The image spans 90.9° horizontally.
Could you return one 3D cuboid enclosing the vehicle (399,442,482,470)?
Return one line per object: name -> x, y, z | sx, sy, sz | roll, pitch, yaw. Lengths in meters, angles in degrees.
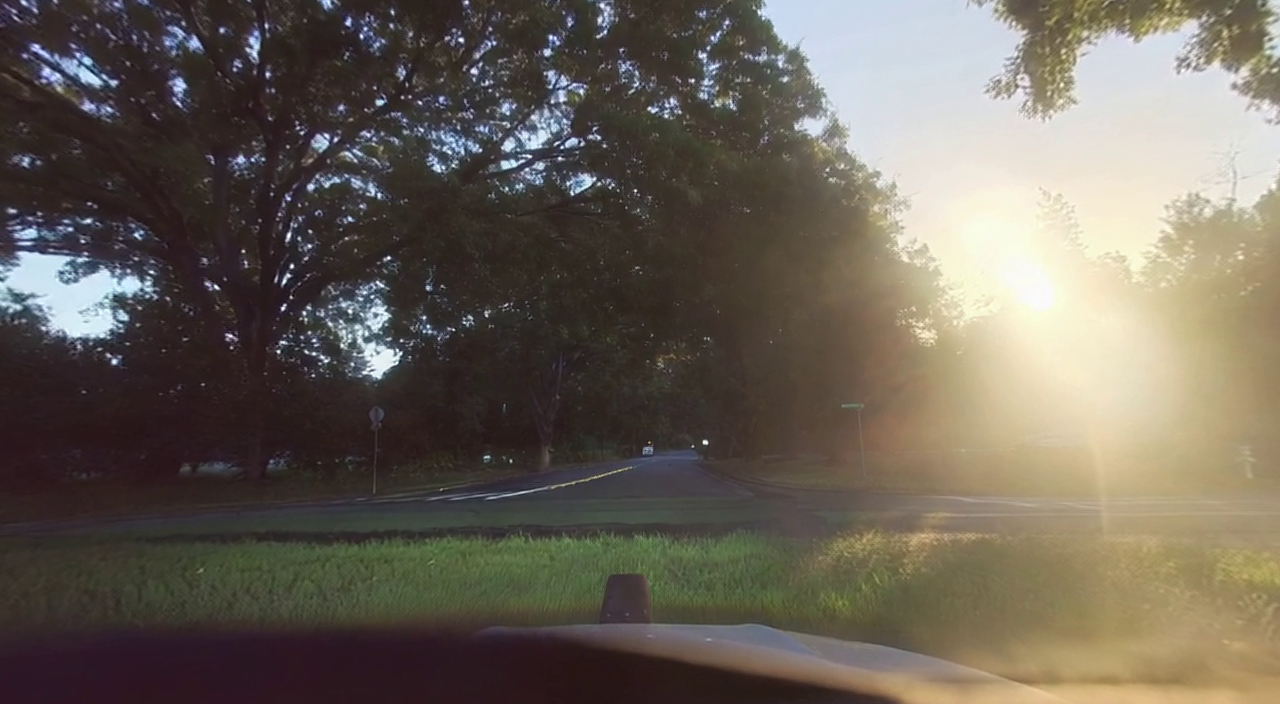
vehicle -> -12.686, 6.626, 40.227 | 4.590, 1.735, 1.973 | -1, -9, 3
